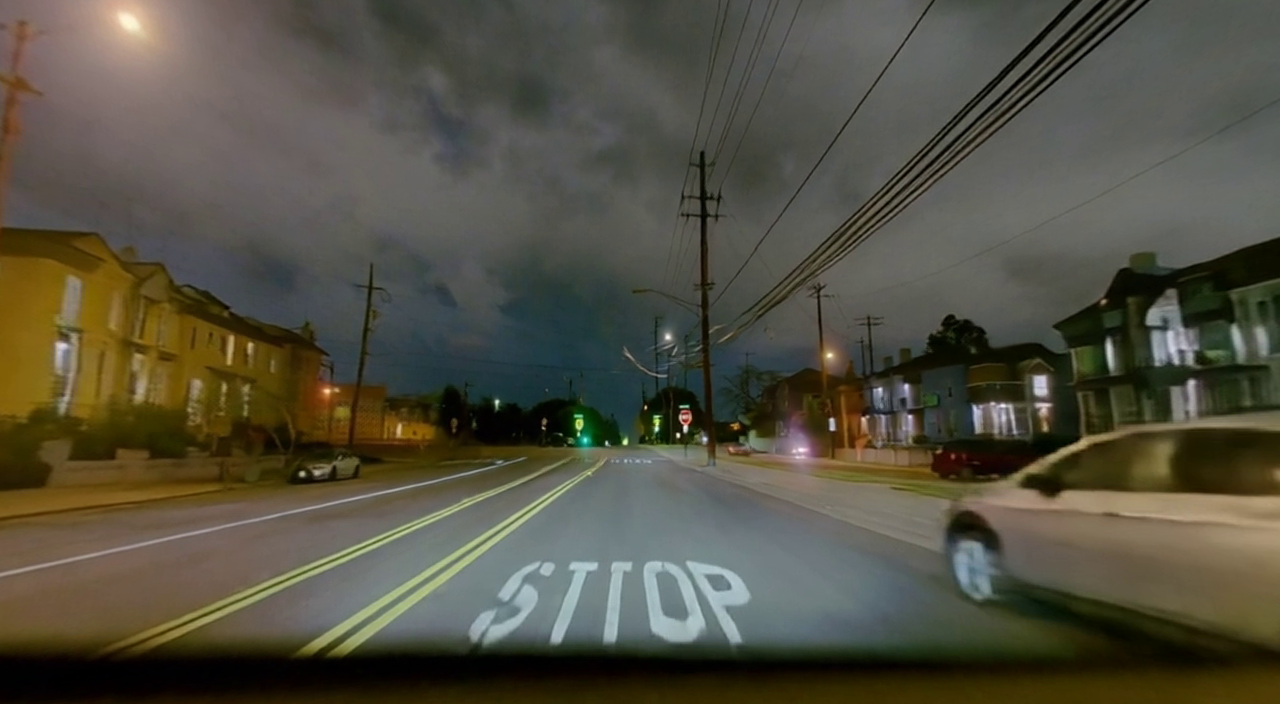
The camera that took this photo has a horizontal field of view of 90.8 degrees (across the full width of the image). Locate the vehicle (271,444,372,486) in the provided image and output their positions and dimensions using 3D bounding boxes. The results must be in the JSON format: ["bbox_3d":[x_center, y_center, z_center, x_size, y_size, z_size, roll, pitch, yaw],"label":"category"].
[{"bbox_3d":[-12.593,4.454,25.375,1.957,1.459,4.913,1,-8,-6],"label":"vehicle"}]

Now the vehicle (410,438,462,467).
[{"bbox_3d":[-13.424,6.607,41.936,1.940,1.789,5.086,0,-8,-2],"label":"vehicle"}]

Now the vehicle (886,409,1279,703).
[{"bbox_3d":[3.339,1.095,3.472,1.917,1.434,4.733,0,-8,-2],"label":"vehicle"}]

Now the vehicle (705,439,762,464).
[{"bbox_3d":[5.892,6.332,40.394,2.081,1.496,4.490,2,-8,-14],"label":"vehicle"}]

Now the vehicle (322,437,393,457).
[{"bbox_3d":[-22.066,7.441,49.509,4.647,1.515,2.009,1,-8,-6],"label":"vehicle"}]

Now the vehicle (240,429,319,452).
[{"bbox_3d":[-27.732,6.842,48.750,4.842,1.690,1.938,1,-8,-9],"label":"vehicle"}]
